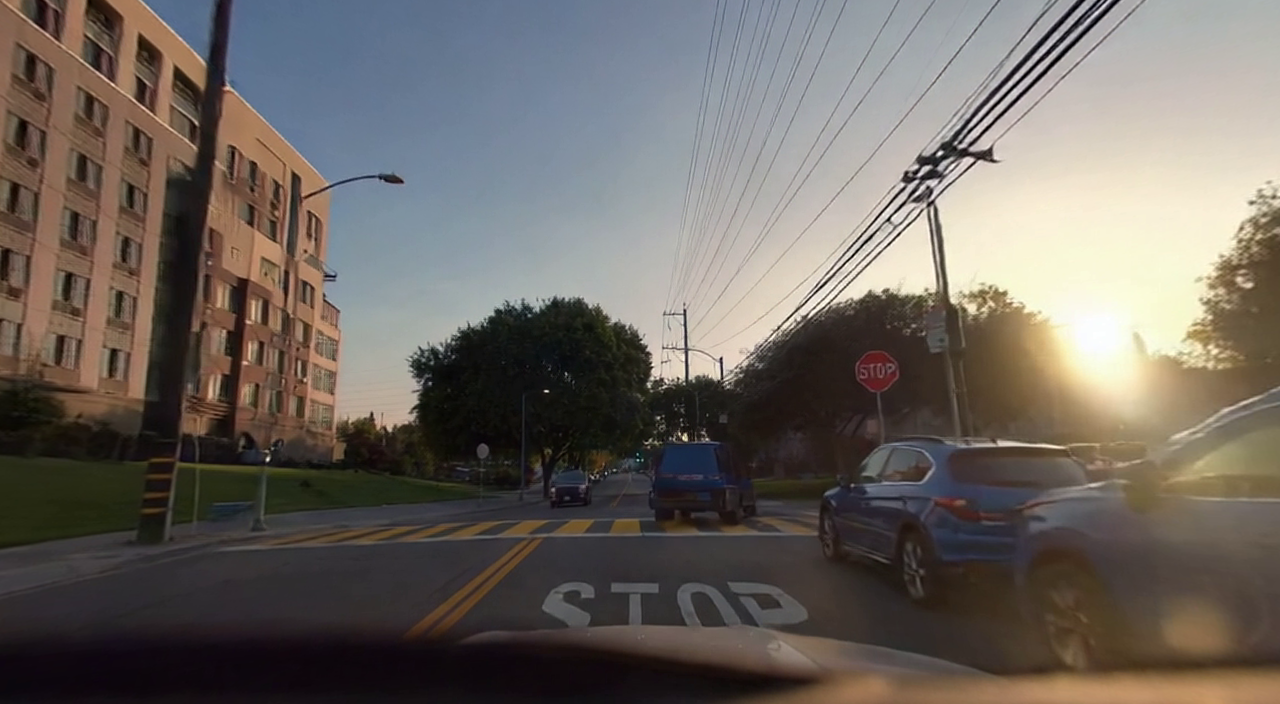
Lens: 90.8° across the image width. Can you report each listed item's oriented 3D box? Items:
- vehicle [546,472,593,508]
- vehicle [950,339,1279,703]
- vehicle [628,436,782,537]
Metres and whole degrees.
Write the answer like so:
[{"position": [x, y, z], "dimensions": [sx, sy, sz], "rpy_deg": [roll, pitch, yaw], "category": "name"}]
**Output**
[{"position": [-3.538, 7.011, 32.339], "dimensions": [1.911, 1.563, 4.057], "rpy_deg": [0, -8, 0], "category": "vehicle"}, {"position": [3.309, 0.821, 2.230], "dimensions": [2.039, 1.731, 4.428], "rpy_deg": [0, -8, -2], "category": "vehicle"}, {"position": [1.671, 2.833, 14.158], "dimensions": [2.214, 1.789, 4.872], "rpy_deg": [-3, -9, 20], "category": "vehicle"}]
